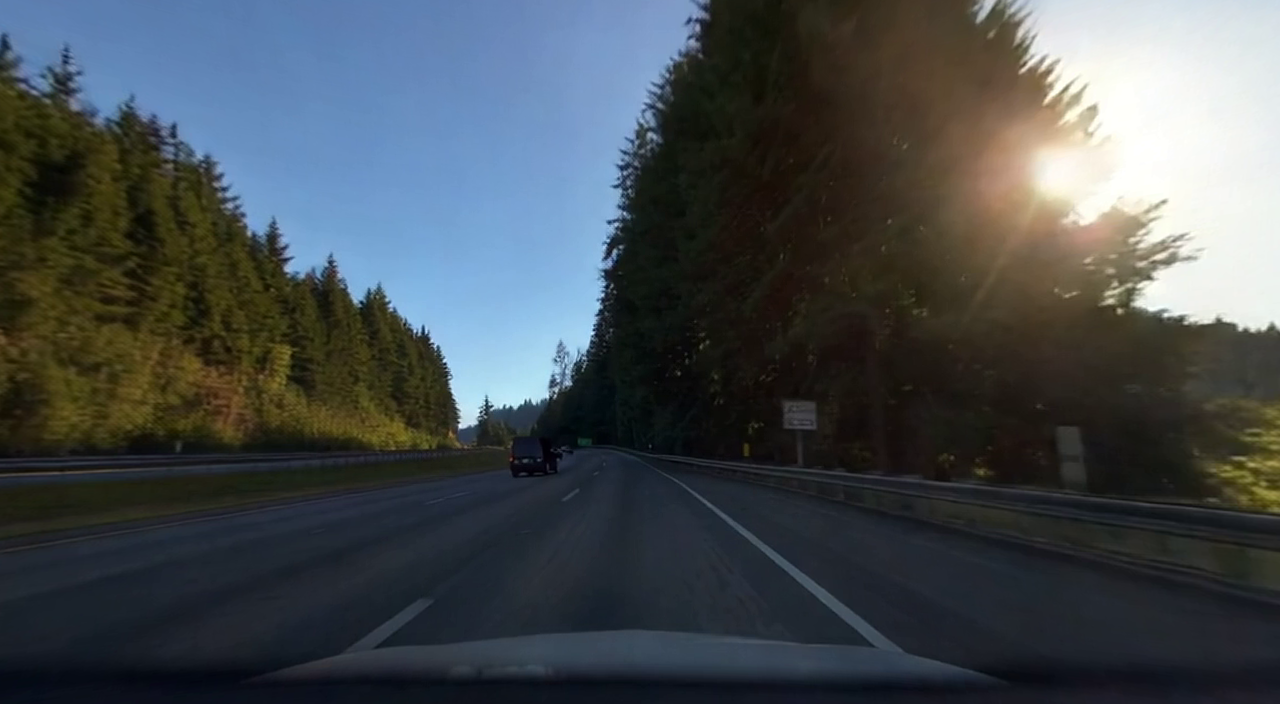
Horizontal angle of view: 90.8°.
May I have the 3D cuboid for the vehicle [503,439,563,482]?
[{"bbox_3d":[-5.461,5.605,32.883,2.197,2.038,4.919,0,-9,0],"label":"vehicle"}]
